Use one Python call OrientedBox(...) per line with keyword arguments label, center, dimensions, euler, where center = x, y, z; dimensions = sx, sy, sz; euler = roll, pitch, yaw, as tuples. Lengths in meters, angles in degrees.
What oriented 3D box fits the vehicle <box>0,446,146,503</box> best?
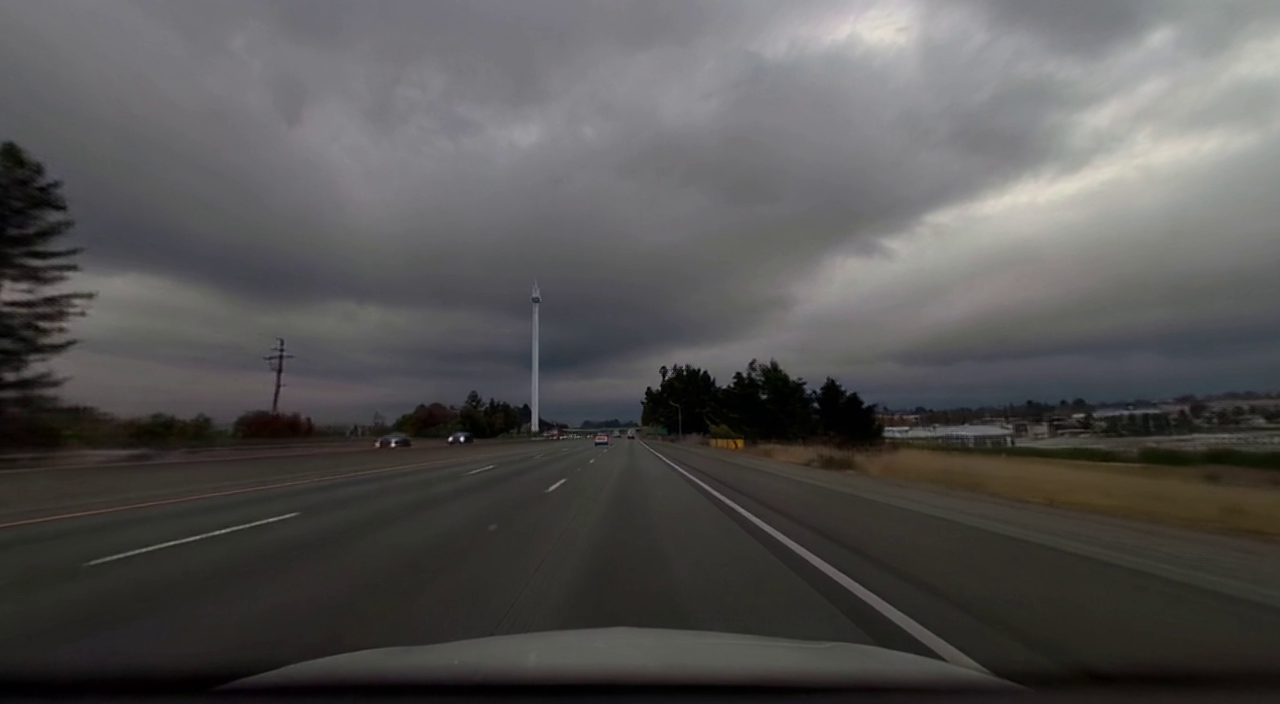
OrientedBox(label="vehicle", center=(-17.702, 3.668, 19.352), dimensions=(1.807, 1.489, 3.962), euler=(0, -8, -1))
